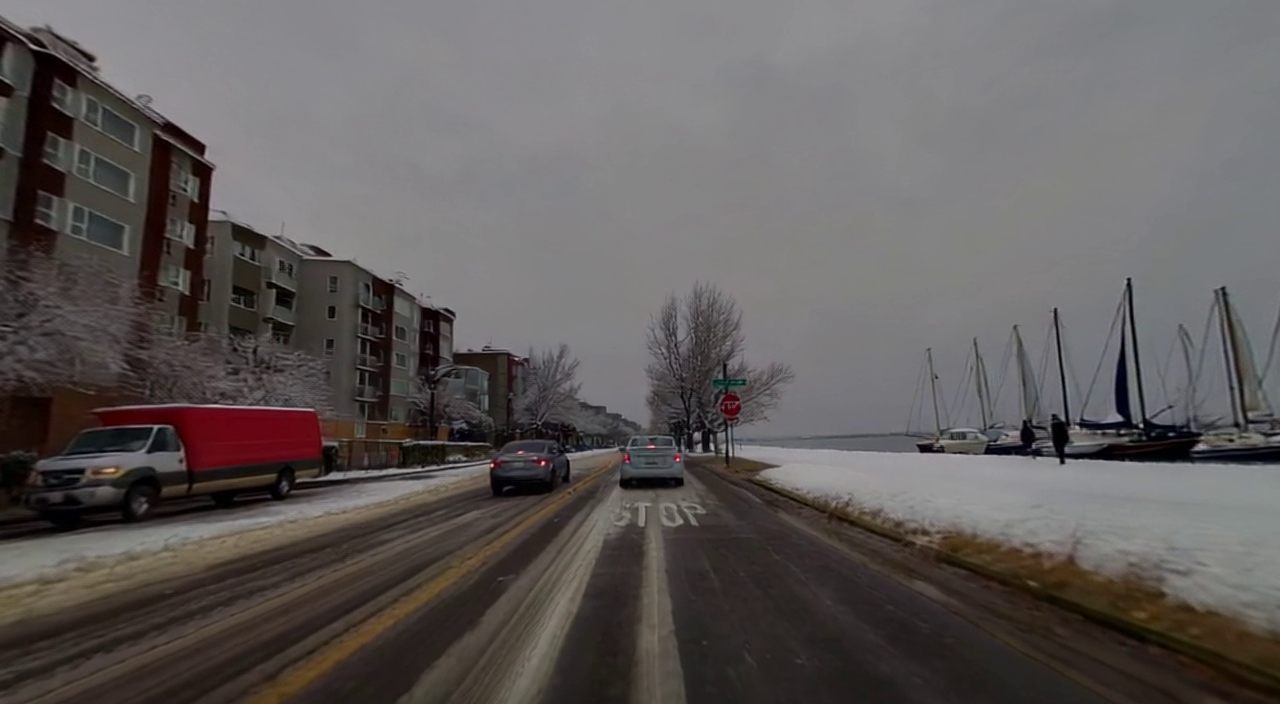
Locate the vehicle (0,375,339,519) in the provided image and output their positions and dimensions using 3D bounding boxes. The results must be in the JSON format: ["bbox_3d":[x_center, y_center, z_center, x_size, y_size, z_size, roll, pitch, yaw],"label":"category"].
[{"bbox_3d":[-13.207,2.873,19.211,2.924,3.288,9.352,-1,-9,4],"label":"vehicle"}]

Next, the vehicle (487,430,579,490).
[{"bbox_3d":[-3.229,3.368,19.925,2.056,1.680,4.205,-1,-9,1],"label":"vehicle"}]

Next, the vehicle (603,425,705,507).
[{"bbox_3d":[0.288,2.595,14.685,2.057,1.624,3.726,0,-9,0],"label":"vehicle"}]
